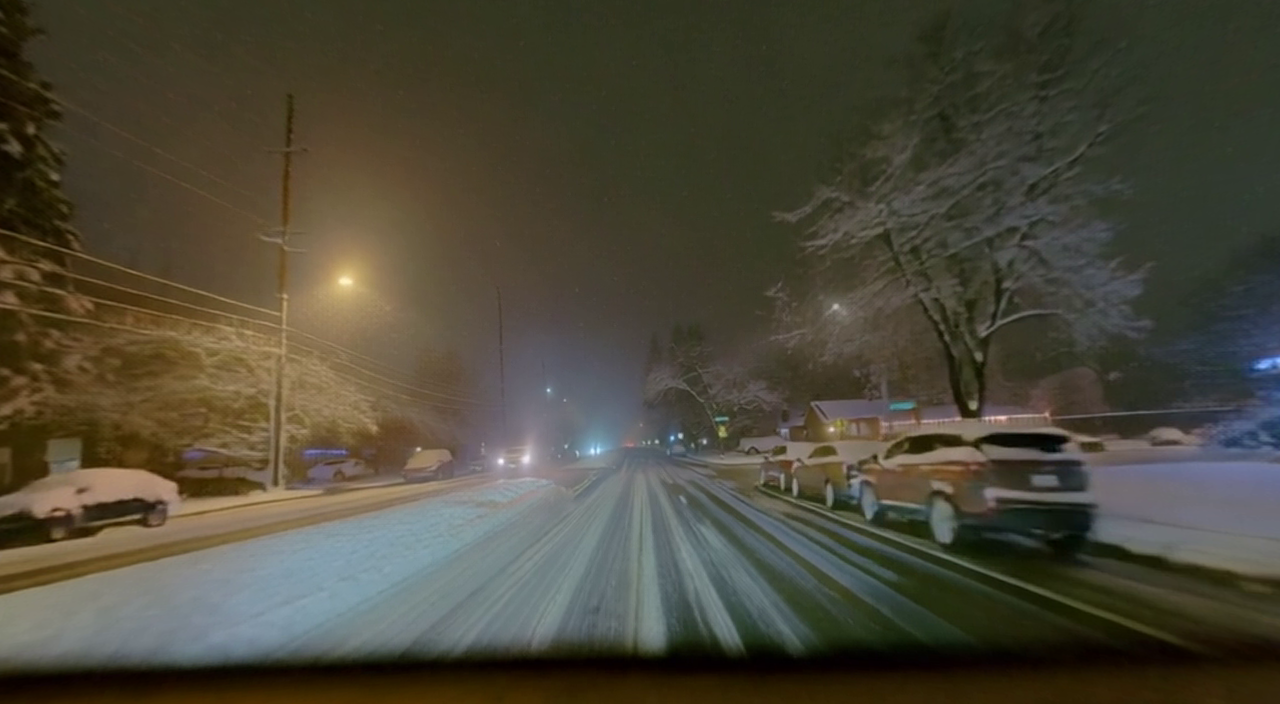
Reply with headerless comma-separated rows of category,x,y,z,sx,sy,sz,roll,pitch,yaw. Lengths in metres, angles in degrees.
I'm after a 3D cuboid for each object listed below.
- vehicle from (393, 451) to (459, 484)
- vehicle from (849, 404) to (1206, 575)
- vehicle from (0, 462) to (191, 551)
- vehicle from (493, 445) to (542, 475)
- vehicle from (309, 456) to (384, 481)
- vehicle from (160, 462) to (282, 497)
vehicle,-12.702,6.853,37.908,2.128,1.768,5.306,0,-9,0
vehicle,4.669,1.731,8.750,1.919,1.698,4.747,0,-9,0
vehicle,-12.541,3.364,13.996,1.972,1.475,4.503,-7,-8,-1
vehicle,-7.600,6.719,39.640,2.092,1.741,4.559,0,-9,1
vehicle,-20.980,8.322,45.289,4.340,1.727,2.048,-1,-9,2
vehicle,-19.521,5.944,29.550,4.367,1.480,1.903,0,-9,2
